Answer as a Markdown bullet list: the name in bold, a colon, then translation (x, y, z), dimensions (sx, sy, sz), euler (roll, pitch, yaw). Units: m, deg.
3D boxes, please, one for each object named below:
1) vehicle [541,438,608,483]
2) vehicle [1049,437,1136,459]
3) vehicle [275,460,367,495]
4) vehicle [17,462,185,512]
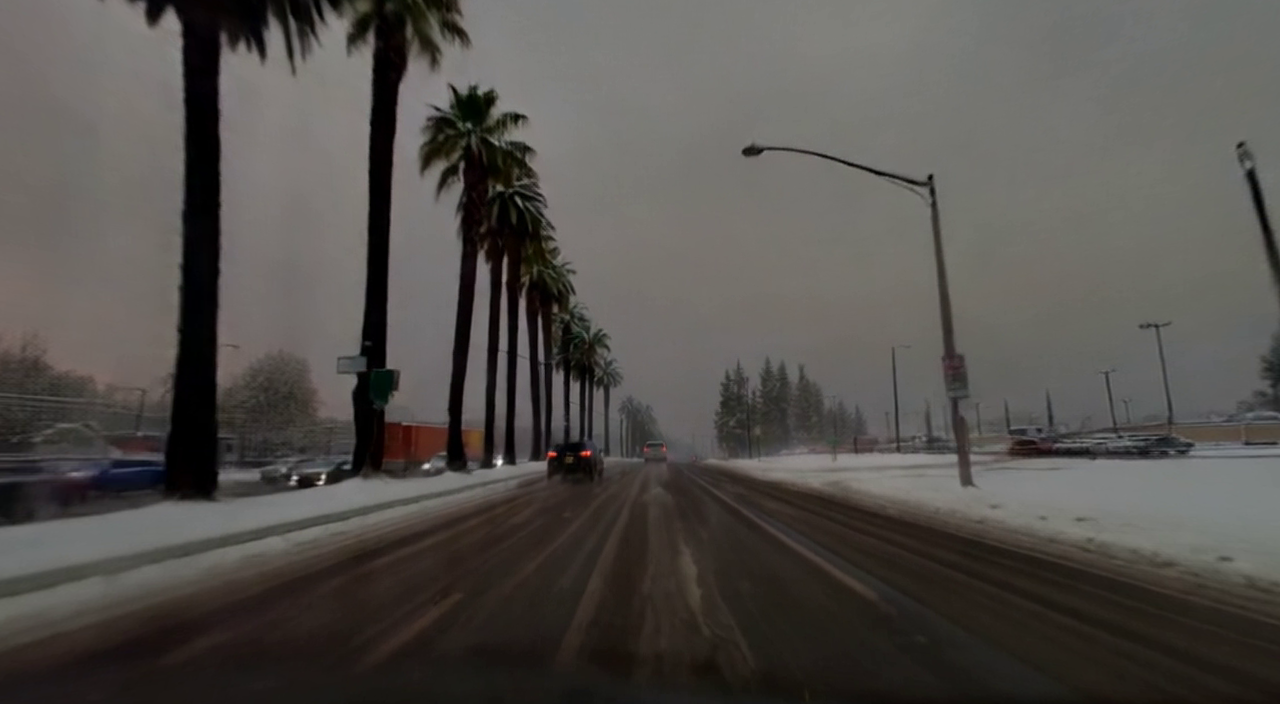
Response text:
- **vehicle**: translation (-2.797, 4.803, 28.016), dimensions (2.188, 1.819, 4.667), euler (-1, -9, 4)
- **vehicle**: translation (32.806, 7.000, 45.629), dimensions (4.637, 1.545, 1.925), euler (-3, -9, 19)
- **vehicle**: translation (-15.999, 6.302, 31.789), dimensions (2.255, 1.551, 4.298), euler (0, -9, 2)
- **vehicle**: translation (-19.769, 4.938, 23.385), dimensions (1.955, 1.514, 4.685), euler (0, -9, 2)
